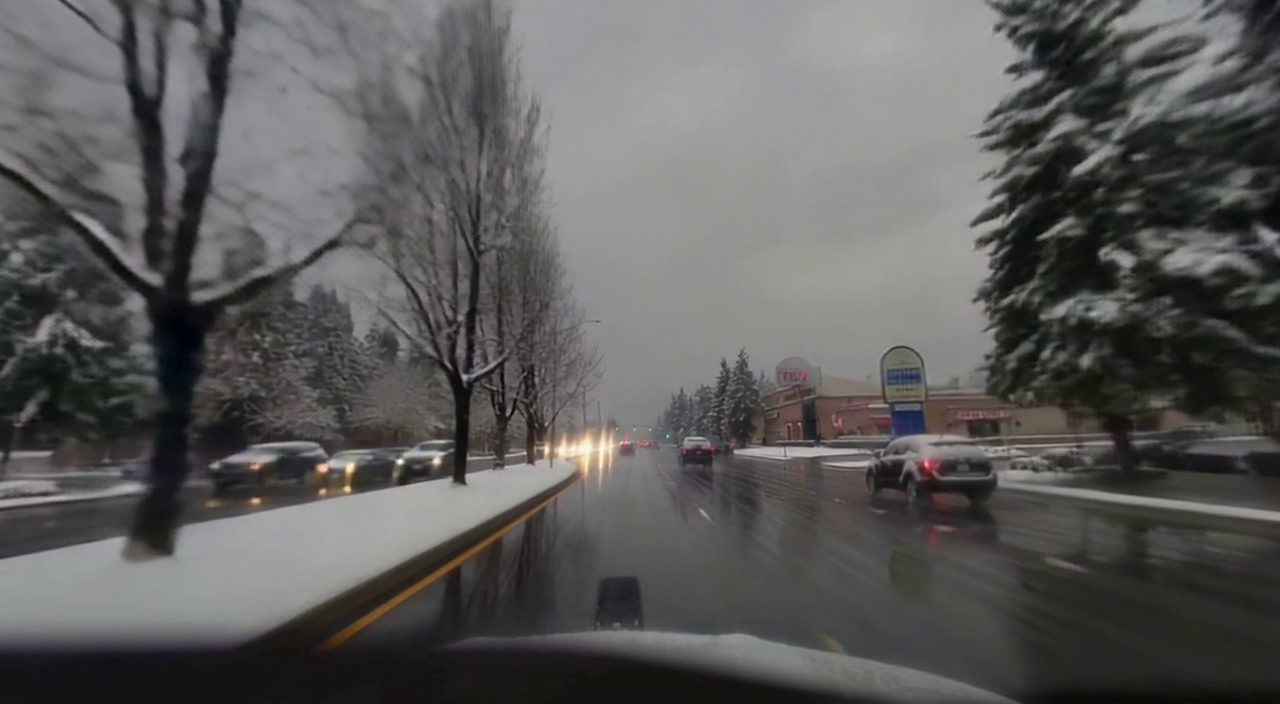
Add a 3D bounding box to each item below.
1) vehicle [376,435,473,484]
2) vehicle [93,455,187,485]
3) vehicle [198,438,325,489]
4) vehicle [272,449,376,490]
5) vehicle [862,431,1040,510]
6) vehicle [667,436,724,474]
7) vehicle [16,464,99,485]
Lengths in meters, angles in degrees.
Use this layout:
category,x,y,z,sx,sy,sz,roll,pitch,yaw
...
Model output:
category,x,y,z,sx,sy,sz,roll,pitch,yaw
vehicle,-9.187,4.635,27.491,2.234,1.922,5.699,0,-9,0
vehicle,-34.729,8.200,43.816,4.738,1.700,1.806,-2,-8,-10
vehicle,-17.056,5.046,28.853,2.312,2.062,5.741,0,-9,-1
vehicle,-12.676,4.699,25.626,1.951,1.475,4.480,0,-9,-1
vehicle,6.836,2.643,14.449,1.886,1.528,4.169,0,-9,-1
vehicle,2.525,4.832,29.720,2.161,1.676,4.151,0,-9,-2
vehicle,-43.802,9.216,47.367,4.341,1.477,1.822,0,-9,0
